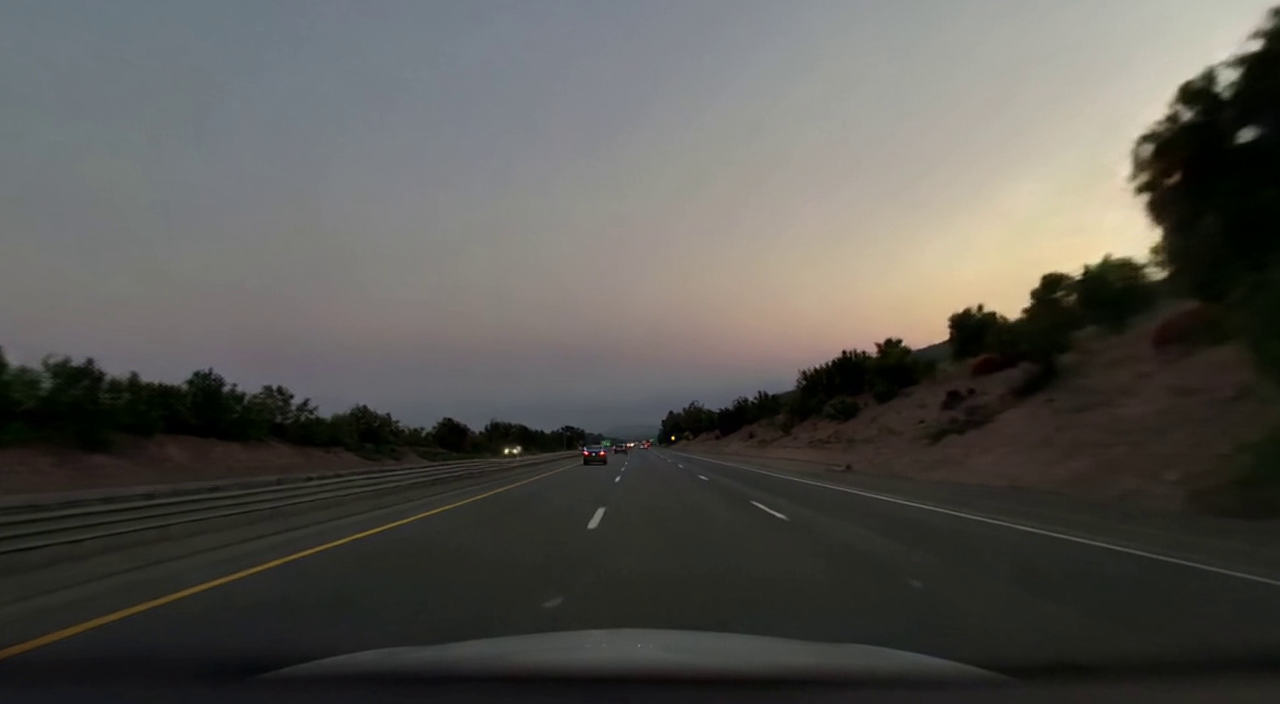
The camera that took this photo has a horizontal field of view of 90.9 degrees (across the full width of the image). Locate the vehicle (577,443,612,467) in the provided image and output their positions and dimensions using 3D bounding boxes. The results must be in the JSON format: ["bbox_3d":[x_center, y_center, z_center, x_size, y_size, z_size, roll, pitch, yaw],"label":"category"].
[{"bbox_3d":[-2.882,6.640,40.841,1.991,1.475,4.302,0,-8,0],"label":"vehicle"}]
